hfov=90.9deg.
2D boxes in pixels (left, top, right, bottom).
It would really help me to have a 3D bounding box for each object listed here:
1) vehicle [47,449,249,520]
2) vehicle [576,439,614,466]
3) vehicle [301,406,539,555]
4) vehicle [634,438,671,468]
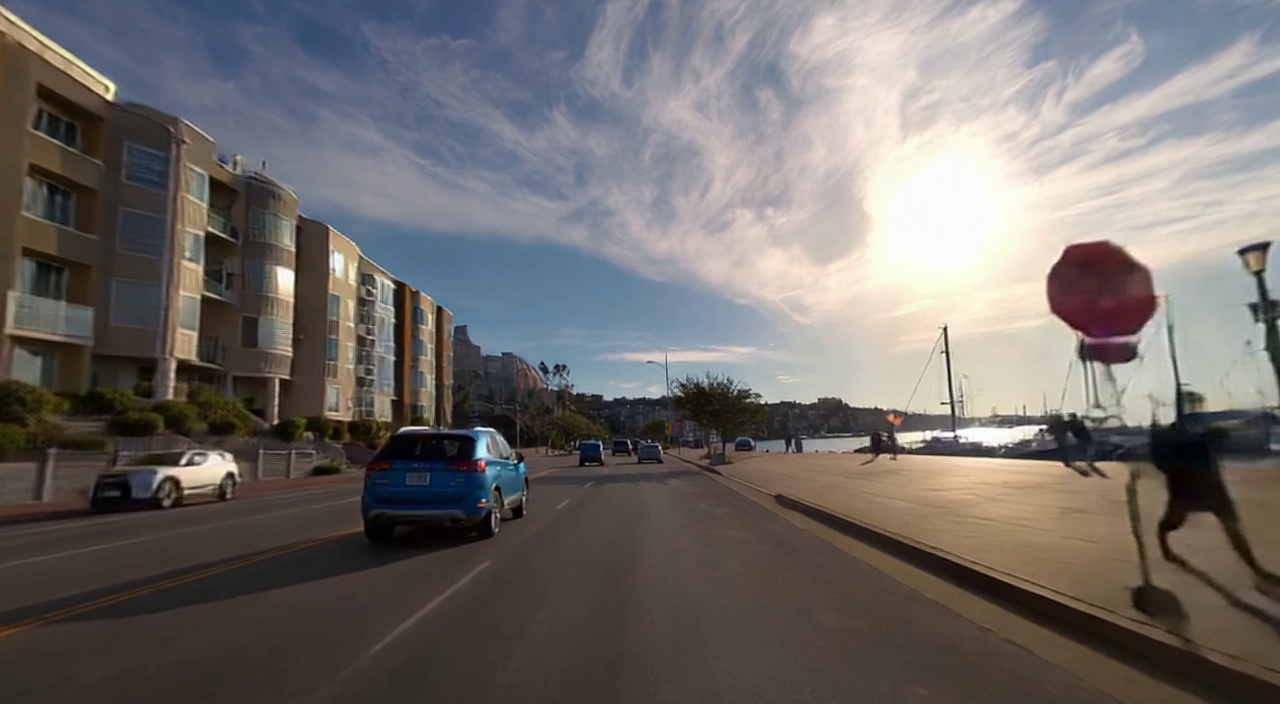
[{"bbox_3d":[-13.638,3.649,17.932,2.117,1.703,4.373,-1,-9,2],"label":"vehicle"},{"bbox_3d":[-2.942,6.658,42.027,2.056,1.680,4.205,-1,-9,2],"label":"vehicle"},{"bbox_3d":[-3.099,1.939,10.199,2.082,1.817,4.724,-1,-9,1],"label":"vehicle"},{"bbox_3d":[0.709,5.903,37.048,2.057,1.624,3.726,-1,-9,1],"label":"vehicle"}]
